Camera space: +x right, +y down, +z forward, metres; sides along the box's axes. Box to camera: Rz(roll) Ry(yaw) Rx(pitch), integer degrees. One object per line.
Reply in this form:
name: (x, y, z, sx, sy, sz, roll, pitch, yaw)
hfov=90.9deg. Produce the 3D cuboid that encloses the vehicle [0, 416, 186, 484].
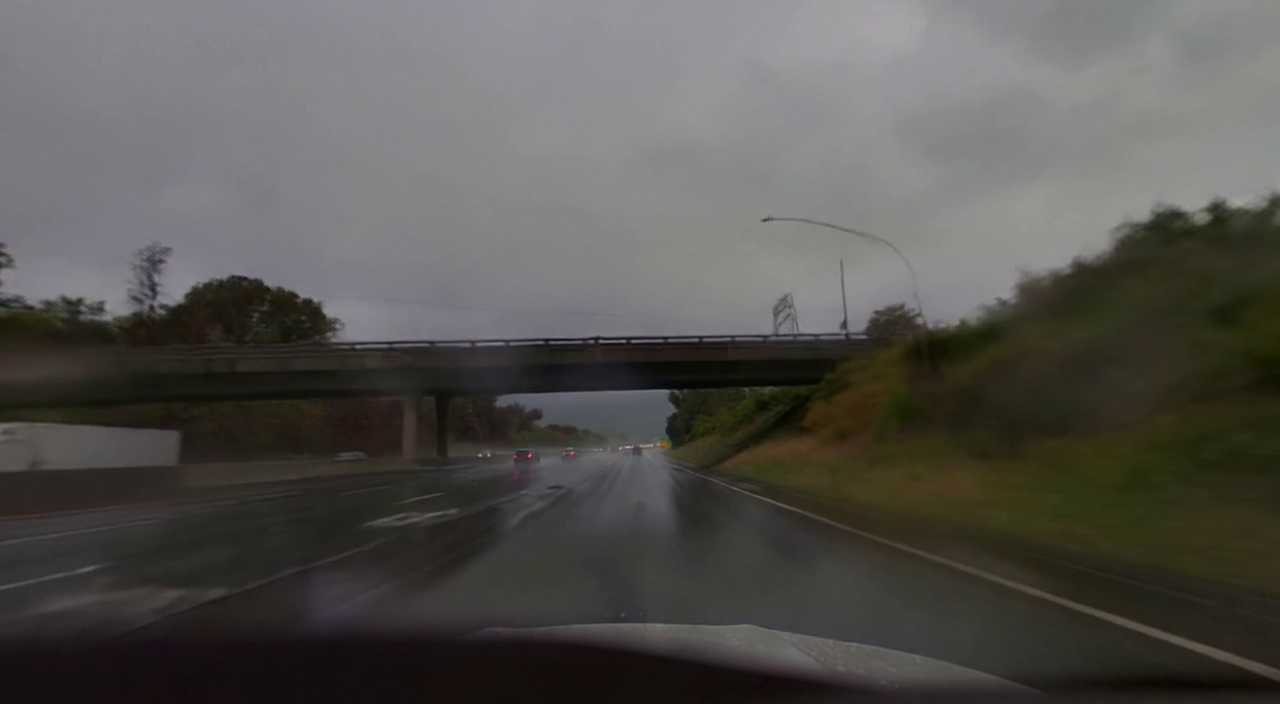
vehicle: (-31.314, 5.452, 34.981, 2.715, 3.193, 12.176, 0, -9, 2)
